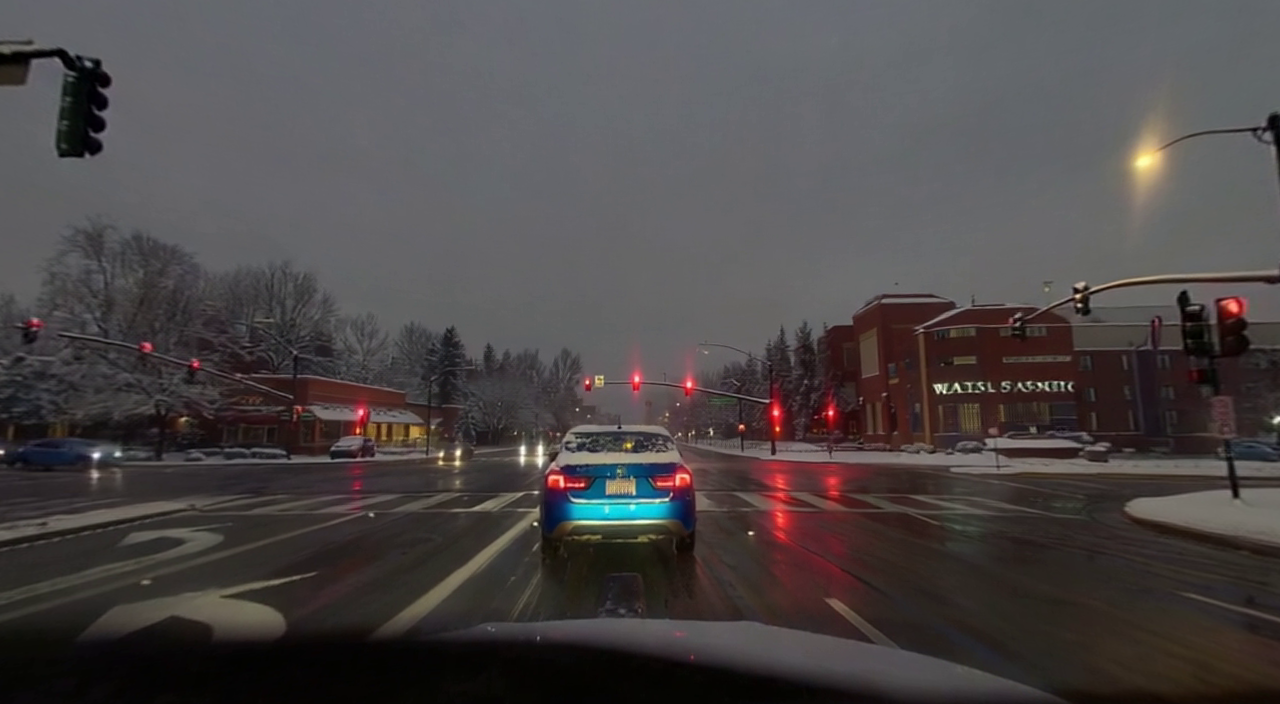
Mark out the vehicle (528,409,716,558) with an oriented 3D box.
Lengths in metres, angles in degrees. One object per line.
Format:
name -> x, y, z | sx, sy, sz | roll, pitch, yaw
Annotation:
vehicle -> -0.235, 1.742, 9.002 | 2.066, 1.618, 3.922 | 0, -8, -1

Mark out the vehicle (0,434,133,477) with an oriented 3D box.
vehicle -> -25.232, 4.453, 27.210 | 4.912, 1.731, 2.022 | 0, -8, -1
